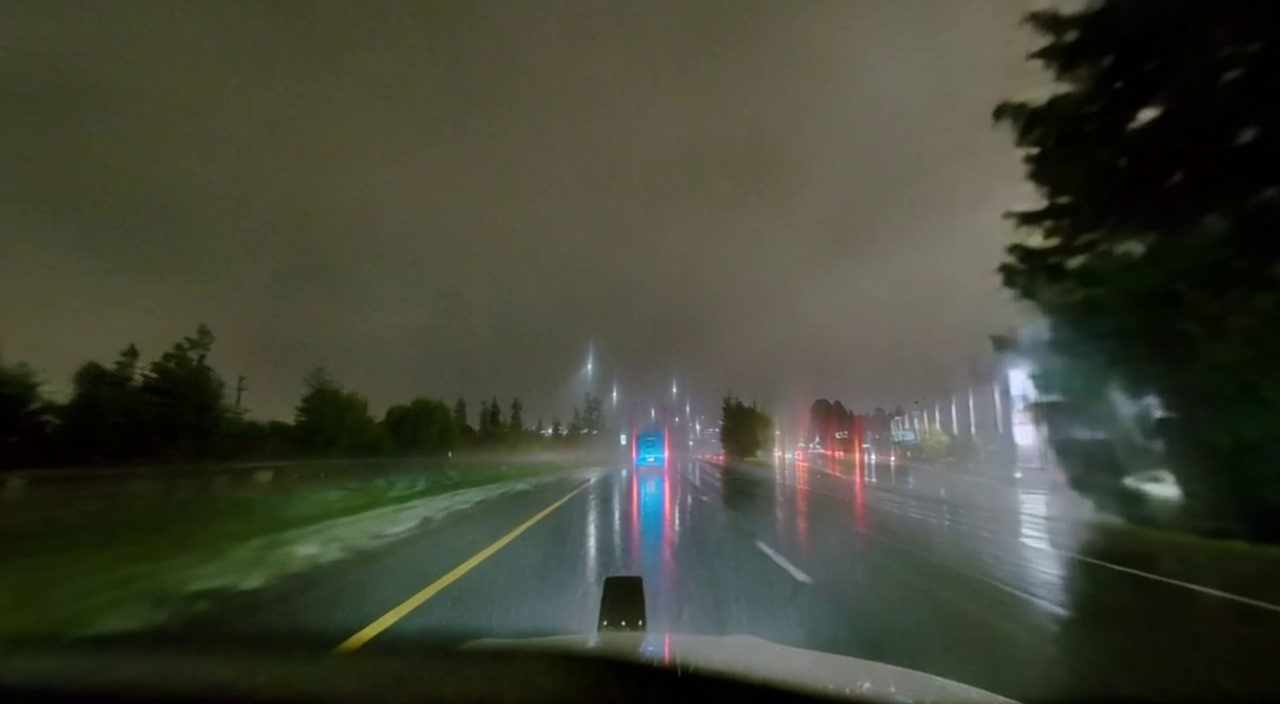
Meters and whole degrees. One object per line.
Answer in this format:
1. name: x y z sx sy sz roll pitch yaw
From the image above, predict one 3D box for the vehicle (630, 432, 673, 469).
1. vehicle: 0.756 6.156 39.282 2.546 2.126 5.153 -1 -8 2
